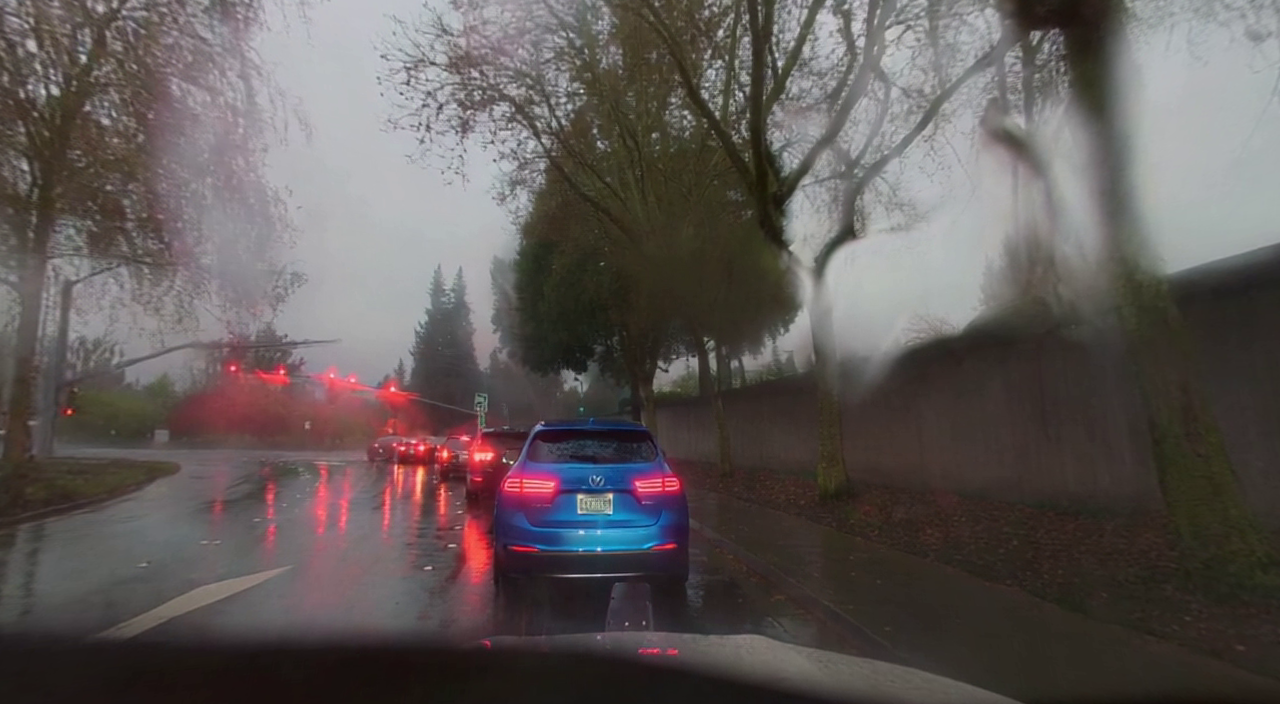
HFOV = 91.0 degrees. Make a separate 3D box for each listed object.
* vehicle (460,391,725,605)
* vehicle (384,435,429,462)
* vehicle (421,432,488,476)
[{"bbox_3d":[-0.680,1.457,7.199,2.134,1.671,4.147,1,-8,-9],"label":"vehicle"},{"bbox_3d":[-13.752,5.632,36.900,1.863,1.488,4.426,4,-9,-27],"label":"vehicle"},{"bbox_3d":[-7.285,3.932,24.491,1.902,1.536,3.662,4,-9,-25],"label":"vehicle"}]
